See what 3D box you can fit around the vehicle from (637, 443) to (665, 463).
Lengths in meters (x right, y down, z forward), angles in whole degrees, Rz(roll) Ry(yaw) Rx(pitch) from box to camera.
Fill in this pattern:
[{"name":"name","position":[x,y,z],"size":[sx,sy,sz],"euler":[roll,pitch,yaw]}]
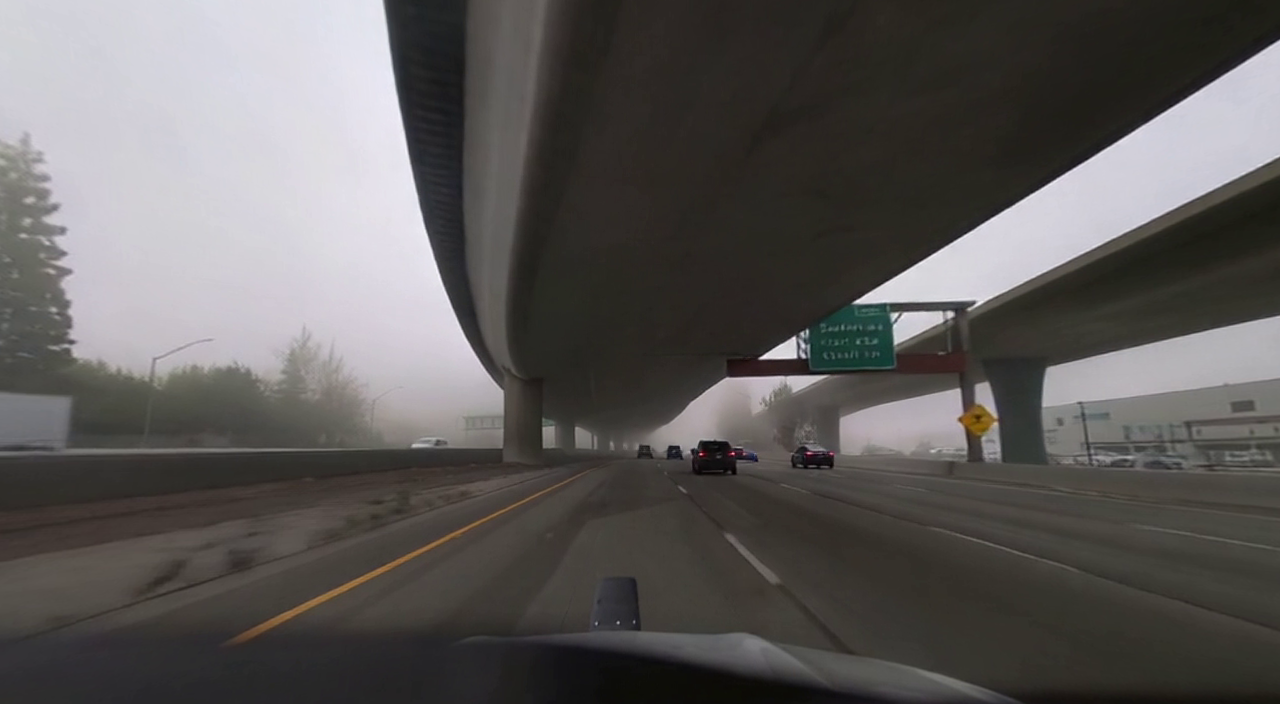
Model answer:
[{"name":"vehicle","position":[0.829,7.718,48.407],"size":[2.046,1.475,3.784],"euler":[0,-9,1]}]

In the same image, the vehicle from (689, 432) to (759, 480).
[{"name":"vehicle","position":[3.386,4.330,26.476],"size":[2.226,1.779,4.835],"euler":[0,-9,-1]}]

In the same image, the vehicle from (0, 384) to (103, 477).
[{"name":"vehicle","position":[-30.599,3.126,25.833],"size":[2.913,4.150,16.271],"euler":[0,-9,0]}]
